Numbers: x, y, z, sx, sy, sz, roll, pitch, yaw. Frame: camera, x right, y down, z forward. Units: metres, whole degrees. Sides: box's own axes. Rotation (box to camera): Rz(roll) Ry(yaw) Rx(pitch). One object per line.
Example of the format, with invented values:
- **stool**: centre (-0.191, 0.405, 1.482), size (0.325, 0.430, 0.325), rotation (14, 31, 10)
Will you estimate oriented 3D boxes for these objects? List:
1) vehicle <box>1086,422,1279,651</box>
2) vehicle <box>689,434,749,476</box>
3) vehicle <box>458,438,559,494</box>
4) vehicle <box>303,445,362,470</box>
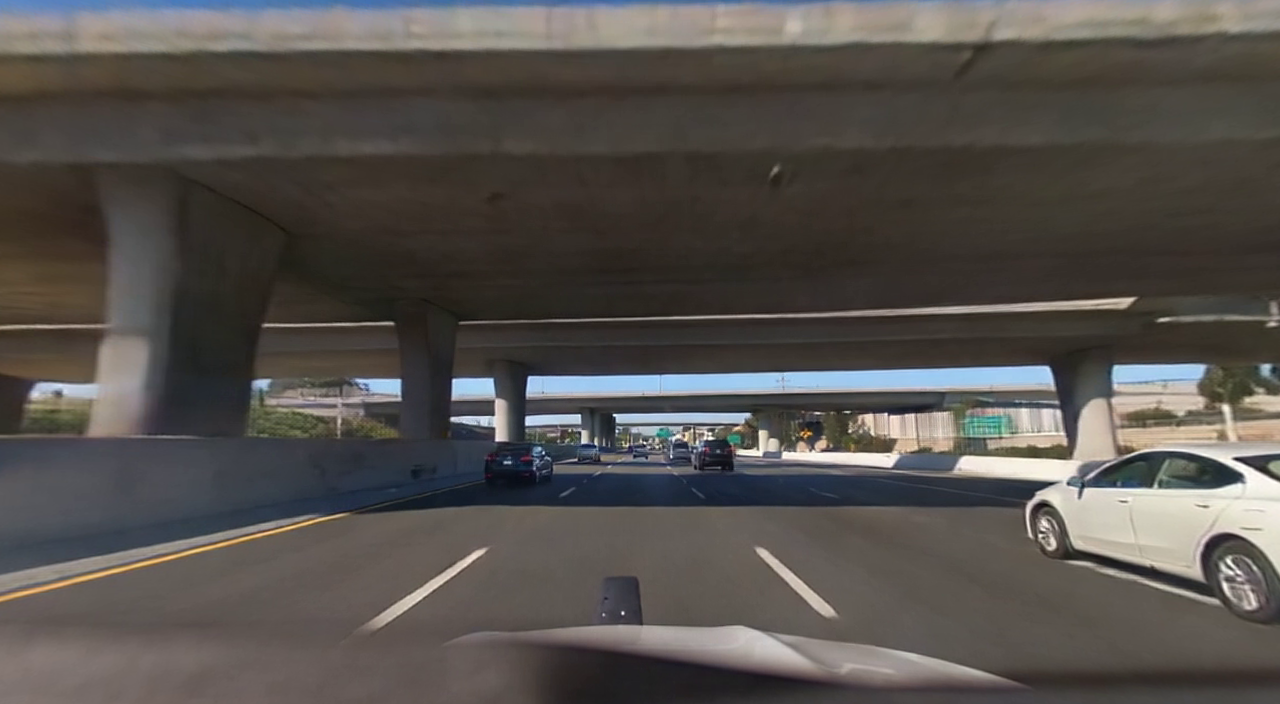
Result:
- **vehicle**: centre (5.149, 1.143, 3.720), size (1.989, 1.472, 4.322), rotation (0, -8, 2)
- **vehicle**: centre (3.468, 4.628, 28.551), size (2.072, 1.761, 4.242), rotation (0, -8, -2)
- **vehicle**: centre (-3.868, 3.442, 19.462), size (1.997, 1.476, 4.703), rotation (0, -8, 1)
- **vehicle**: centre (-18.995, 6.504, 39.179), size (1.827, 1.458, 4.088), rotation (0, -8, -3)
